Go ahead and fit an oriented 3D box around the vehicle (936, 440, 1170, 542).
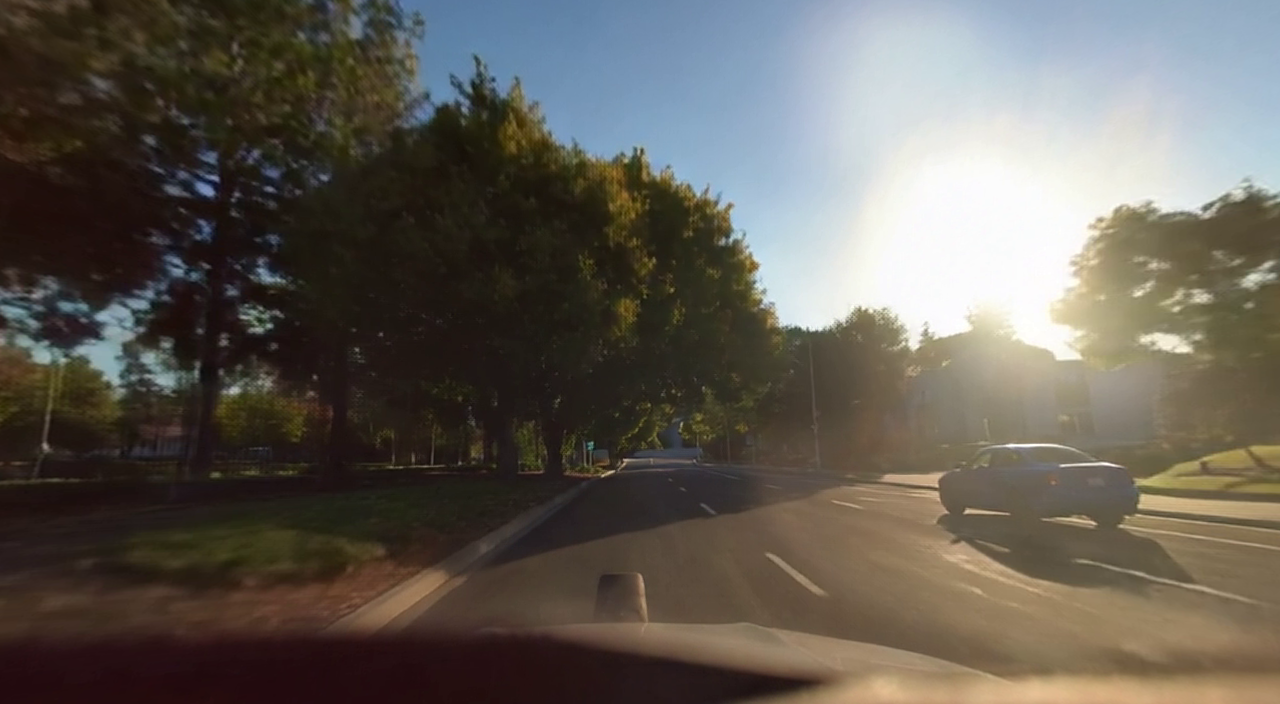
[{"bbox_3d":[7.128,2.384,11.414,1.797,1.518,3.433,0,-9,-1],"label":"vehicle"}]
